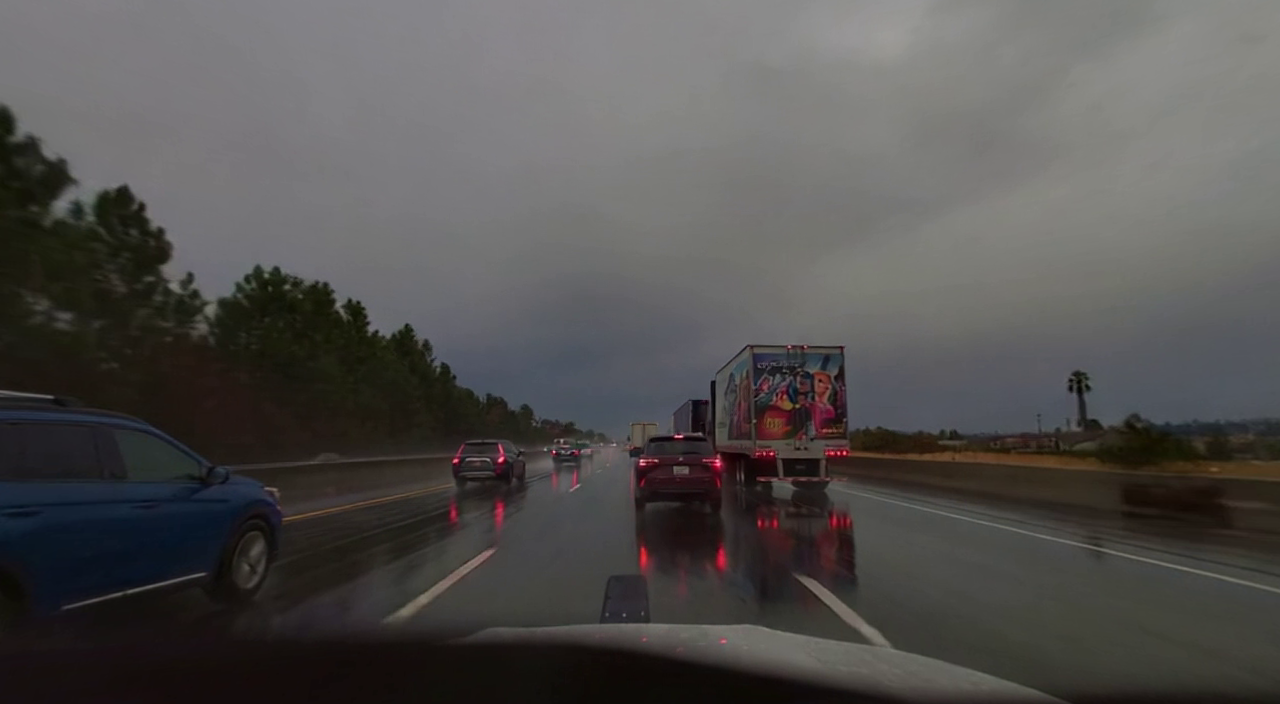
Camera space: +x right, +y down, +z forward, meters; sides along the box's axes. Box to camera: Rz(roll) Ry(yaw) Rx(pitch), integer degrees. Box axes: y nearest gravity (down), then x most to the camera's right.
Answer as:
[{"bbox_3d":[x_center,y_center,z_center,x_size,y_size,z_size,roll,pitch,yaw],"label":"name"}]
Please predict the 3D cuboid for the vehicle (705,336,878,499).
[{"bbox_3d":[4.498,2.637,22.884,2.828,4.081,14.220,0,-8,0],"label":"vehicle"}]

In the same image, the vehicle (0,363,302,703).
[{"bbox_3d":[-4.060,0.951,3.410,1.983,1.666,4.452,0,-8,0],"label":"vehicle"}]

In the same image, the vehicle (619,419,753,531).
[{"bbox_3d":[0.653,2.114,11.337,2.017,1.662,3.543,0,-8,-1],"label":"vehicle"}]

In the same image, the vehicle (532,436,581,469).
[{"bbox_3d":[-4.503,5.488,34.574,2.014,1.683,4.275,0,-8,1],"label":"vehicle"}]

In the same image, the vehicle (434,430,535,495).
[{"bbox_3d":[-4.267,3.082,17.917,1.905,1.642,3.803,0,-8,0],"label":"vehicle"}]
